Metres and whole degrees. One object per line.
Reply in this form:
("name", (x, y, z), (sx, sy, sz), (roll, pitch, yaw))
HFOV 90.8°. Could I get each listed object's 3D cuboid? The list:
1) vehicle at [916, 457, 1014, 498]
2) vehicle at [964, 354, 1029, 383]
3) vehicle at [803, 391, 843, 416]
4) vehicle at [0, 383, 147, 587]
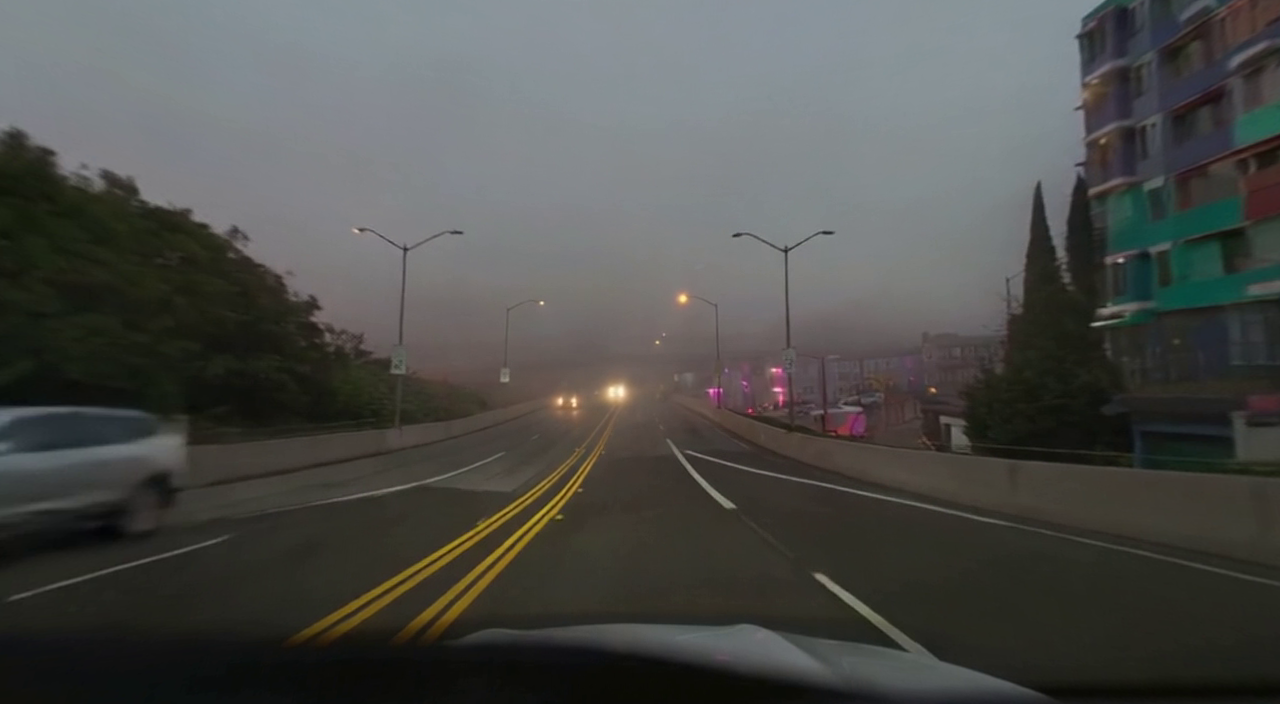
("vehicle", (13.854, 5.338, 27.213), (1.809, 1.497, 3.837), (-1, -9, -6))
("vehicle", (26.851, 1.247, 47.666), (3.698, 1.510, 1.672), (-5, -14, -2))
("vehicle", (13.751, 3.916, 47.637), (1.779, 1.489, 3.734), (2, -9, -2))
("vehicle", (-6.668, 1.072, 4.891), (2.175, 1.771, 4.352), (0, -8, -1))
